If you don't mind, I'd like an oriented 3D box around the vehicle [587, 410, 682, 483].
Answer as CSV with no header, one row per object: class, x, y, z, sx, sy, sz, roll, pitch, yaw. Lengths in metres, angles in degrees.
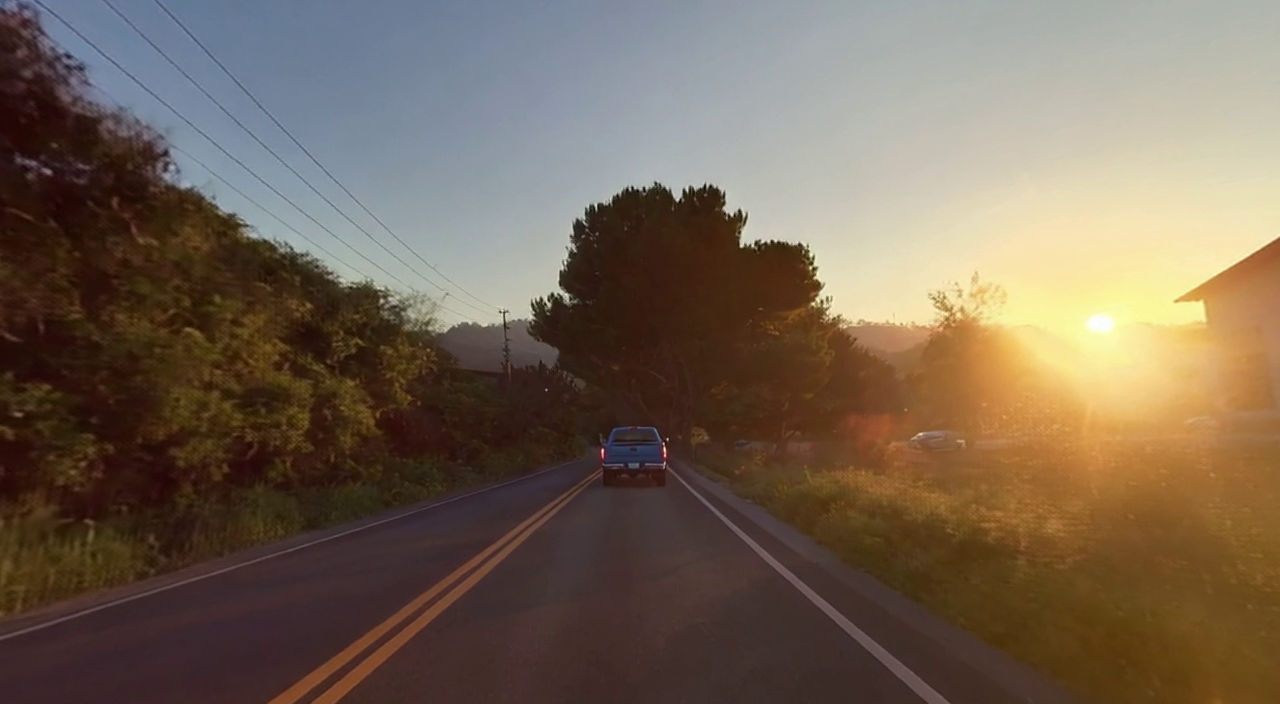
vehicle,-0.251,3.560,23.932,3.021,2.326,7.410,0,-8,-1
